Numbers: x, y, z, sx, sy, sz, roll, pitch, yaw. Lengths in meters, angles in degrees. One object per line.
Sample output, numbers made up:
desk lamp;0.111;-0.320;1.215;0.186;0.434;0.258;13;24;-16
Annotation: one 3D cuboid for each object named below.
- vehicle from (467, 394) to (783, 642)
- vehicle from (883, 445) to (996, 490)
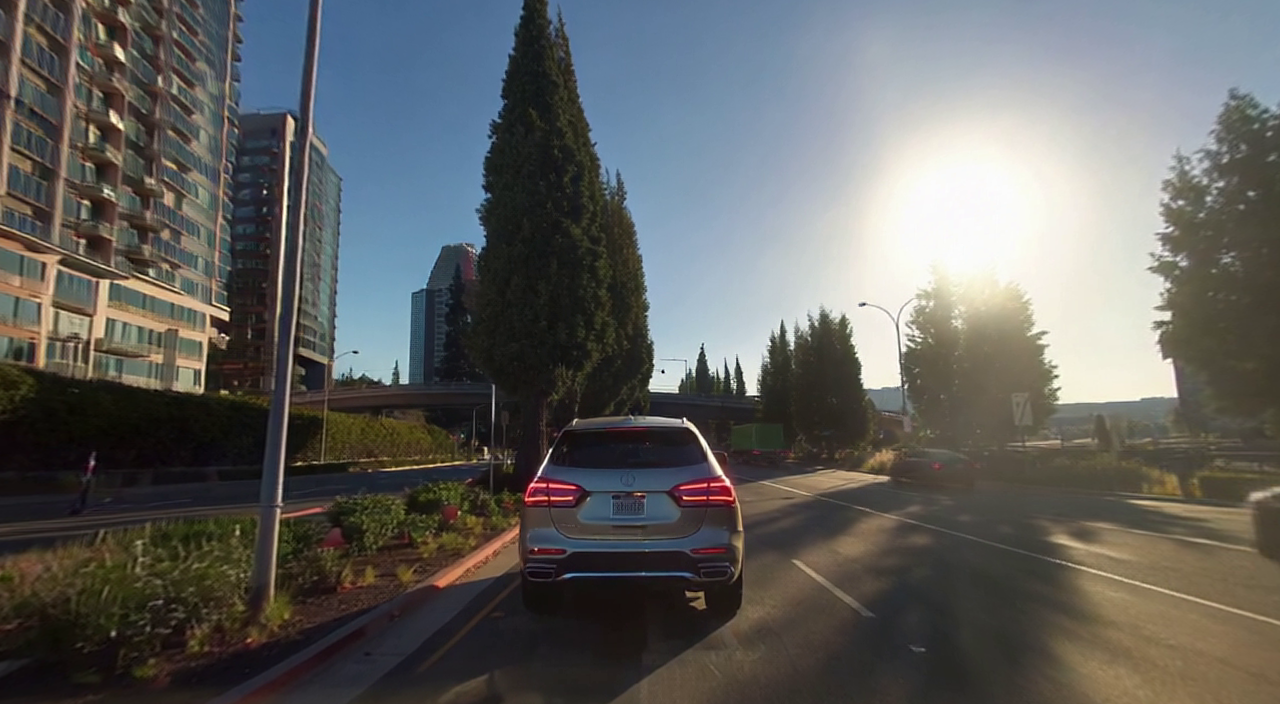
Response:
vehicle;-0.146;1.448;6.443;2.172;1.694;4.055;0;-8;-1
vehicle;11.110;4.293;23.717;1.998;1.527;4.489;0;-9;0
